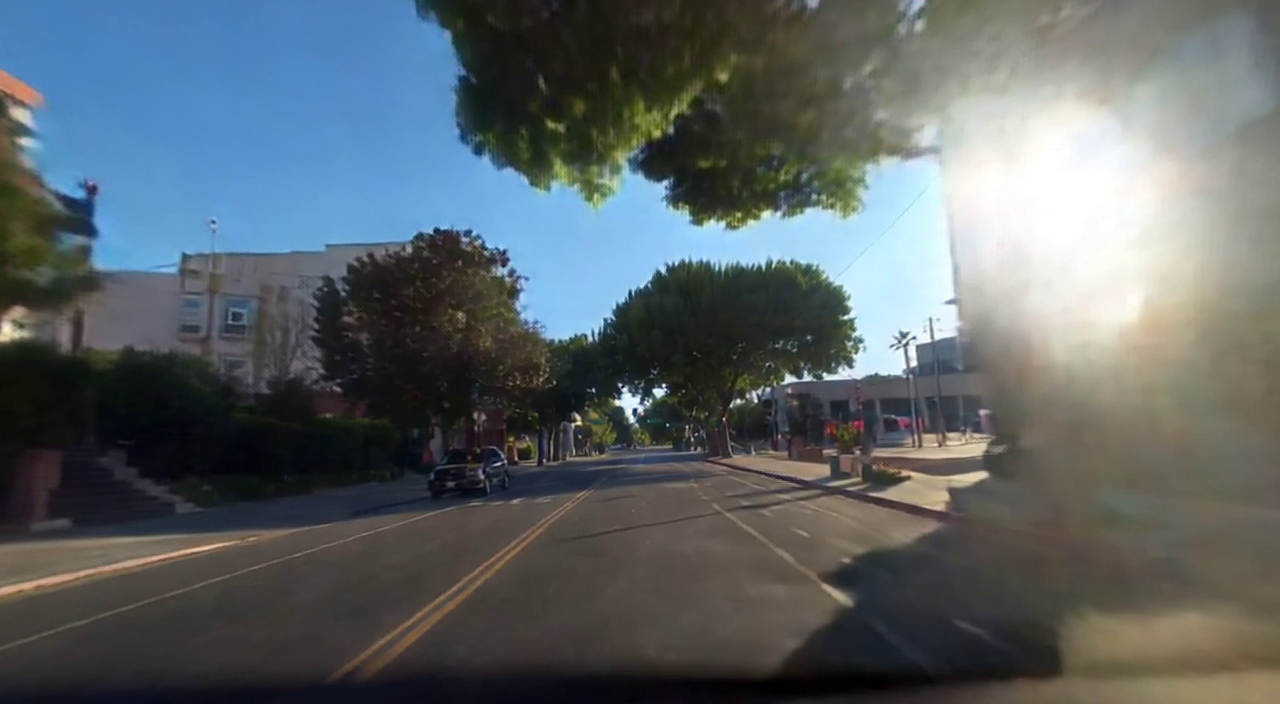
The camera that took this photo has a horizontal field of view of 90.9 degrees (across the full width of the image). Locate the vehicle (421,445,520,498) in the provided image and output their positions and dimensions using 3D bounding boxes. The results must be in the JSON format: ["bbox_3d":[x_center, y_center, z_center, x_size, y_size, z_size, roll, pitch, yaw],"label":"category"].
[{"bbox_3d":[-5.983,4.255,22.980,2.147,1.701,4.879,0,-8,1],"label":"vehicle"}]
